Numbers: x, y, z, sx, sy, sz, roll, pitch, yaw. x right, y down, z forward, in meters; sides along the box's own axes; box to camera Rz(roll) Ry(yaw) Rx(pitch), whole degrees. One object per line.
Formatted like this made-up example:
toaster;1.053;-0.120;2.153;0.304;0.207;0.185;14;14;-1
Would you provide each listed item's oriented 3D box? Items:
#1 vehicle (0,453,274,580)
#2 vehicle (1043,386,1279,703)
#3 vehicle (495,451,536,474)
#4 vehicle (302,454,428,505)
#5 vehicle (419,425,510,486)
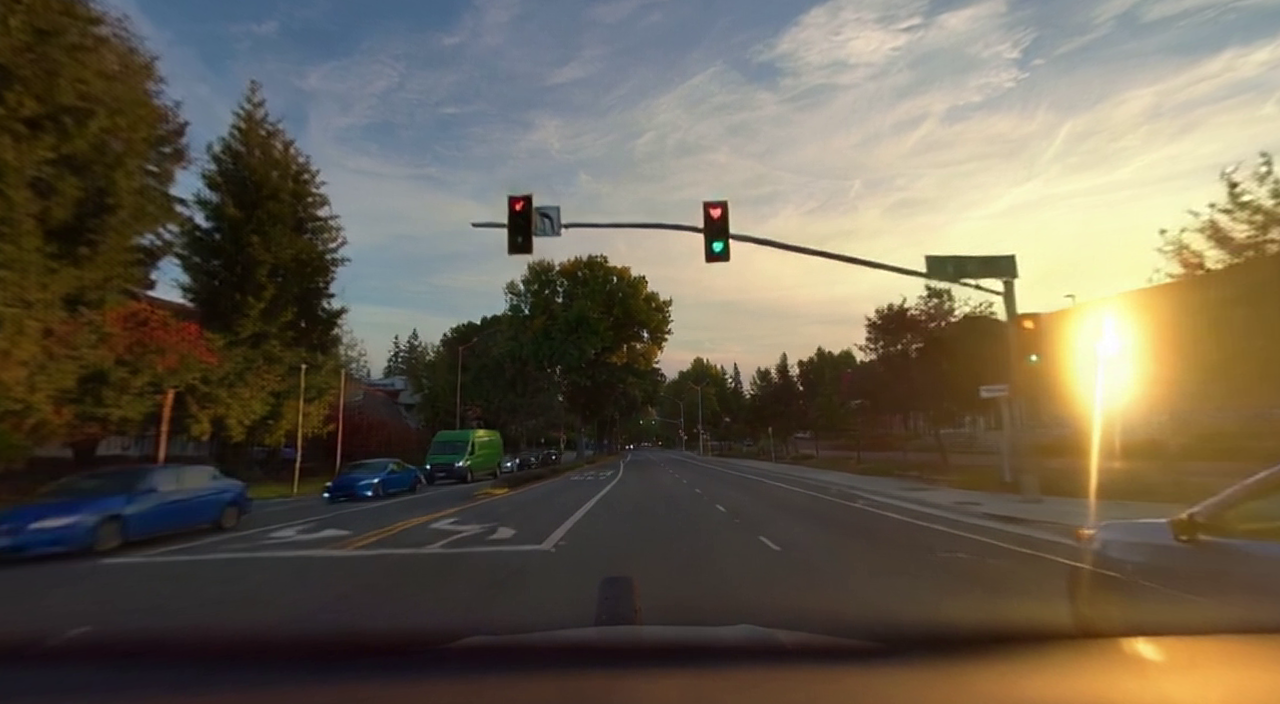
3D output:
vehicle;-8.122;2.387;10.097;1.906;1.468;4.686;0;-8;-3
vehicle;3.968;0.834;2.067;2.129;1.581;4.780;0;-8;0
vehicle;-8.667;7.700;44.317;1.959;1.469;4.369;0;-8;0
vehicle;-9.055;4.202;21.314;2.190;1.455;4.516;0;-8;0
vehicle;-8.679;5.211;32.193;2.617;2.736;6.621;0;-8;1
